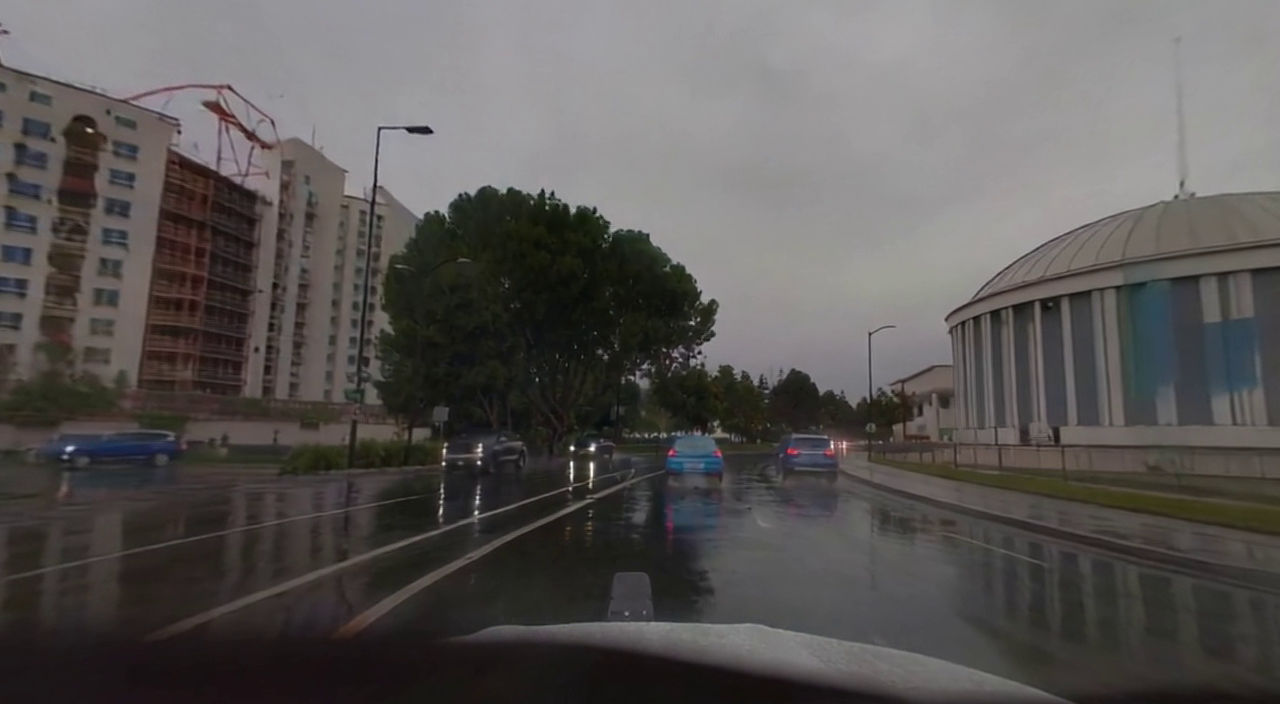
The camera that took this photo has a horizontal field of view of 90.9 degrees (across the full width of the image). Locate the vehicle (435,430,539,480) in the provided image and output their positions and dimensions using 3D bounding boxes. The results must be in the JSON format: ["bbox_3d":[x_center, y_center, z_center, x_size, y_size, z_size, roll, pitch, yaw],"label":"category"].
[{"bbox_3d":[-5.946,4.080,25.191,2.254,1.789,4.736,-2,-9,10],"label":"vehicle"}]

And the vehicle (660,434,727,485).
[{"bbox_3d":[2.017,3.840,22.731,2.132,1.632,3.889,-2,-9,8],"label":"vehicle"}]

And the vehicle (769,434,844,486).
[{"bbox_3d":[6.322,4.153,24.527,2.320,1.772,4.872,-2,-9,9],"label":"vehicle"}]

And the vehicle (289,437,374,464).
[{"bbox_3d":[-20.635,6.623,42.251,4.648,1.697,1.979,-1,-9,2],"label":"vehicle"}]

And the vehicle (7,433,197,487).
[{"bbox_3d":[-16.405,3.292,19.333,4.351,1.490,2.012,-2,-9,11],"label":"vehicle"}]
